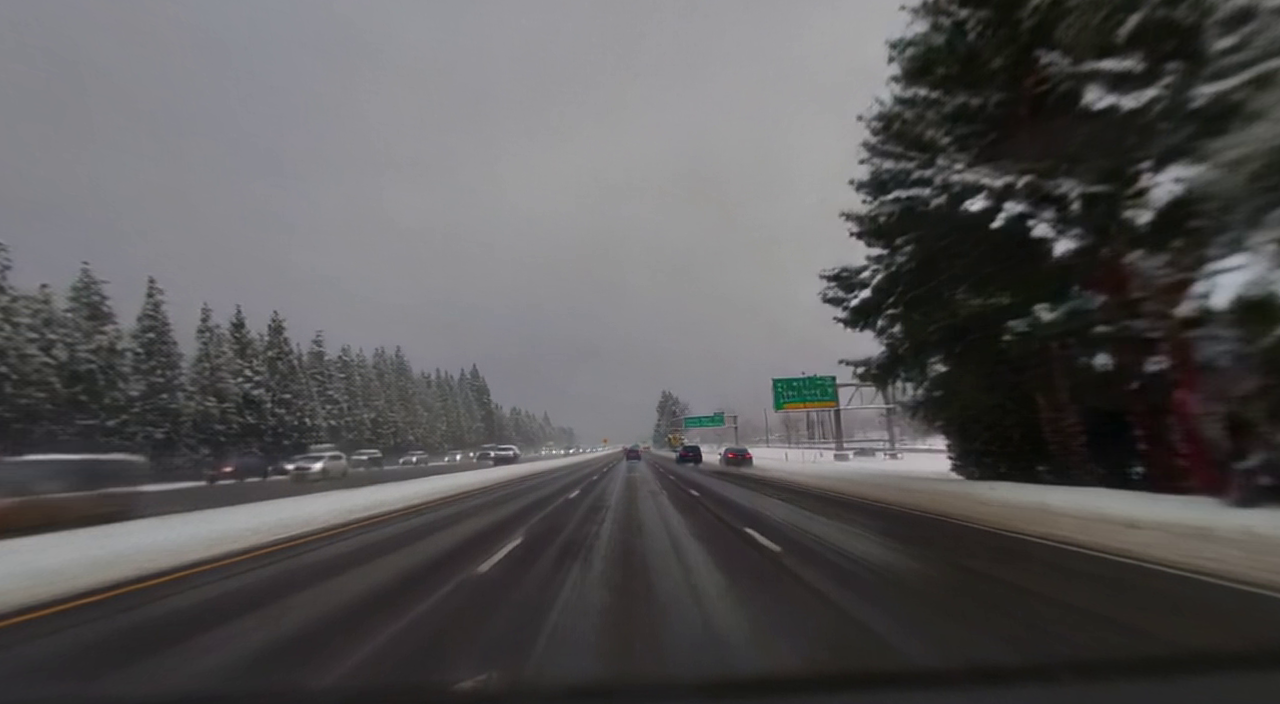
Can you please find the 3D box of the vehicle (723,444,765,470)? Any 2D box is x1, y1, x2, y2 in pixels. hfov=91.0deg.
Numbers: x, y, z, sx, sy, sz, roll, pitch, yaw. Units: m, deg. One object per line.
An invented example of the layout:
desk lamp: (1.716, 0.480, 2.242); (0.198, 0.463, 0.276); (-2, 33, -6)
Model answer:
vehicle: (6.761, 6.861, 41.330); (1.902, 1.623, 4.360); (0, -8, -2)

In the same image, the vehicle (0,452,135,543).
vehicle: (-11.858, 2.556, 11.195); (1.980, 1.494, 4.511); (0, -8, 0)

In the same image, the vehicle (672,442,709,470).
vehicle: (3.239, 6.752, 41.125); (2.035, 1.704, 3.867); (0, -8, -2)

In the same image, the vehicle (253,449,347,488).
vehicle: (-17.029, 5.803, 31.858); (2.088, 1.769, 4.968); (0, -8, -2)

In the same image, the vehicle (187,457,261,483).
vehicle: (-28.057, 7.947, 42.662); (1.886, 1.545, 4.647); (0, -8, 0)
